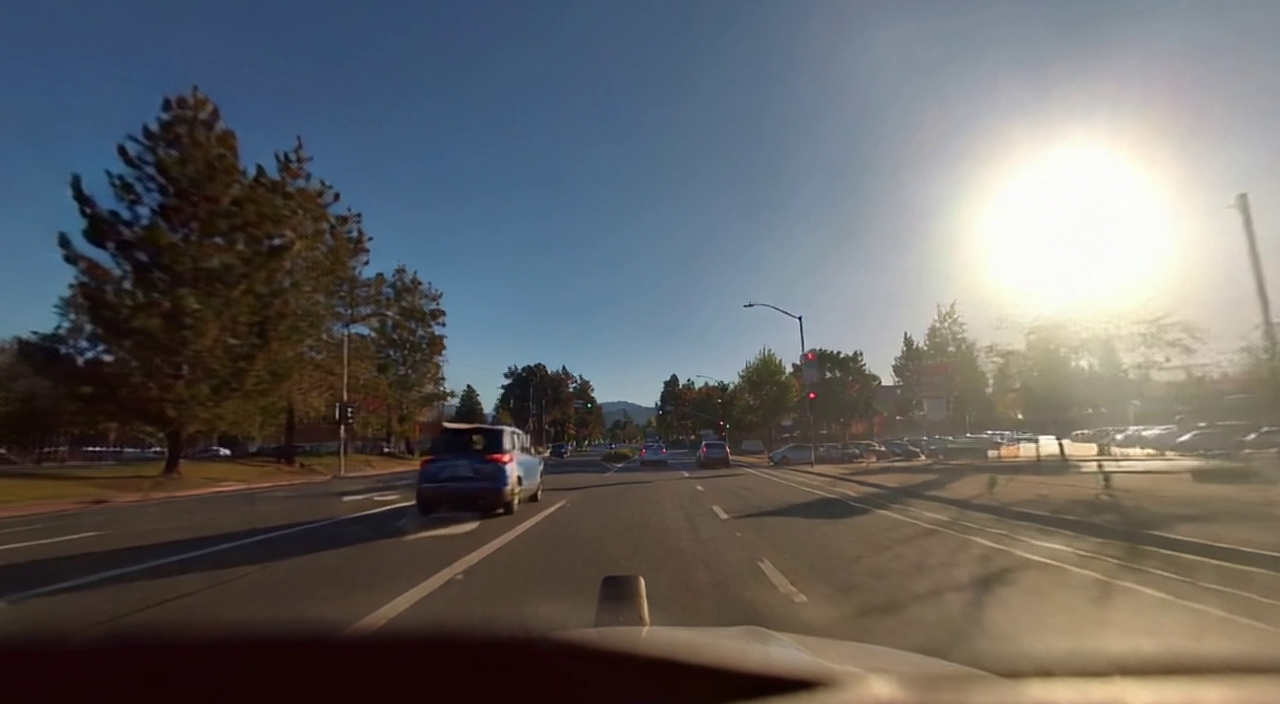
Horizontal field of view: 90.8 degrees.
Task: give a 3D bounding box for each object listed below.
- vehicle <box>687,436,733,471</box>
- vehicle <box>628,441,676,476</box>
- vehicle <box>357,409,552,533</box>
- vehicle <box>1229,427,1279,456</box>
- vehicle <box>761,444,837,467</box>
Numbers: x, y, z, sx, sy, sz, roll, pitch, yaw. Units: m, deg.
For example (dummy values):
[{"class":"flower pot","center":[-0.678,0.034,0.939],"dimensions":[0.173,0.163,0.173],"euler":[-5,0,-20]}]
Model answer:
[{"class":"vehicle","center":[3.732,5.505,34.542],"dimensions":[2.046,1.768,4.370],"euler":[0,-8,1]},{"class":"vehicle","center":[0.500,4.636,27.813],"dimensions":[1.917,1.418,3.987],"euler":[0,-8,0]},{"class":"vehicle","center":[-3.006,2.061,11.454],"dimensions":[2.092,1.779,4.468],"euler":[0,-8,1]},{"class":"vehicle","center":[41.299,5.764,40.934],"dimensions":[4.029,1.649,1.857],"euler":[-4,-8,6]},{"class":"vehicle","center":[10.650,6.942,42.509],"dimensions":[4.662,1.495,1.998],"euler":[-1,-9,5]}]
